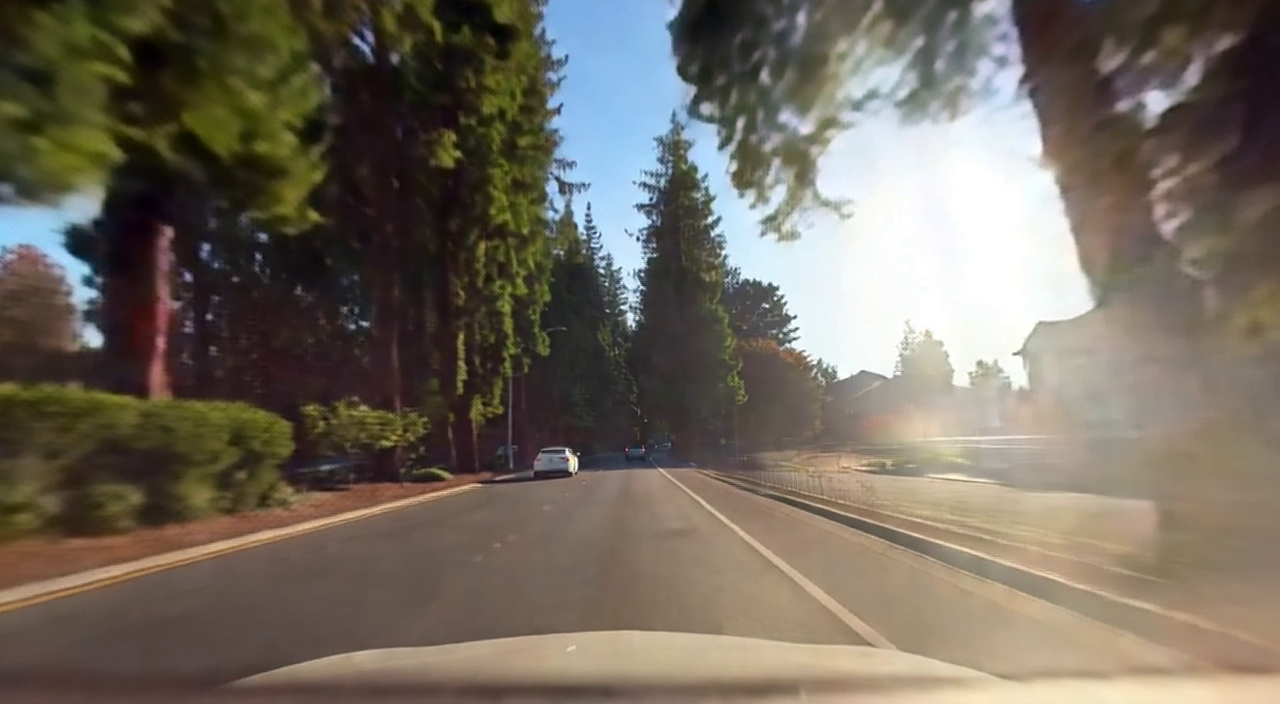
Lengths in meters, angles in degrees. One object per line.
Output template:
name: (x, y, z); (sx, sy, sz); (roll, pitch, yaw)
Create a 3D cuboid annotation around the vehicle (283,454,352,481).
vehicle: (-19.977, 7.165, 39.385); (1.872, 1.479, 4.643); (0, -8, 0)

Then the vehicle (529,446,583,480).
vehicle: (-3.865, 5.143, 29.649); (1.917, 1.448, 4.178); (0, -8, 0)

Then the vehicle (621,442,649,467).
vehicle: (-0.381, 7.692, 47.709); (2.018, 1.769, 3.897); (0, -8, -1)
